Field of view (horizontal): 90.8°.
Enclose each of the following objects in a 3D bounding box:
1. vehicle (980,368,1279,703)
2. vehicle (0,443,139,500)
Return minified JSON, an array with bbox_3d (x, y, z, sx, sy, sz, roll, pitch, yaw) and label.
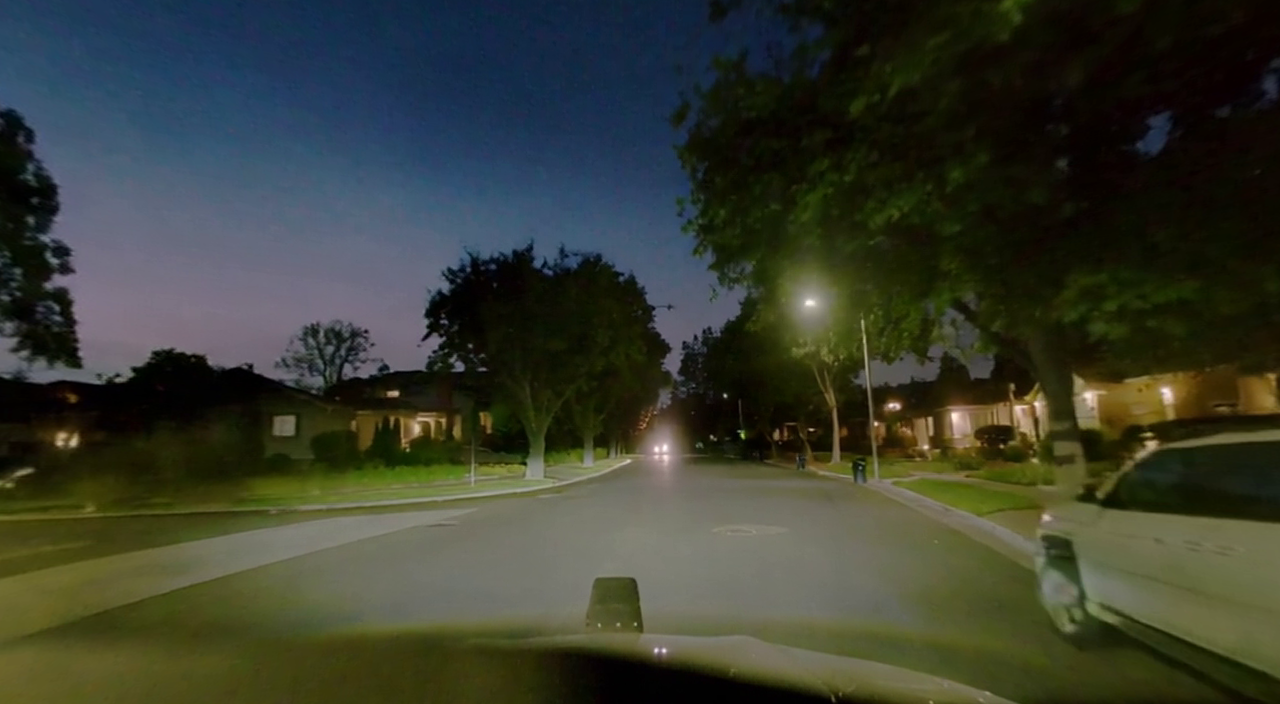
[{"bbox_3d":[3.819,1.027,3.225,2.053,1.737,4.375,-1,-9,6],"label":"vehicle"},{"bbox_3d":[-20.704,4.168,22.471,2.021,1.798,4.491,0,-9,-1],"label":"vehicle"}]
